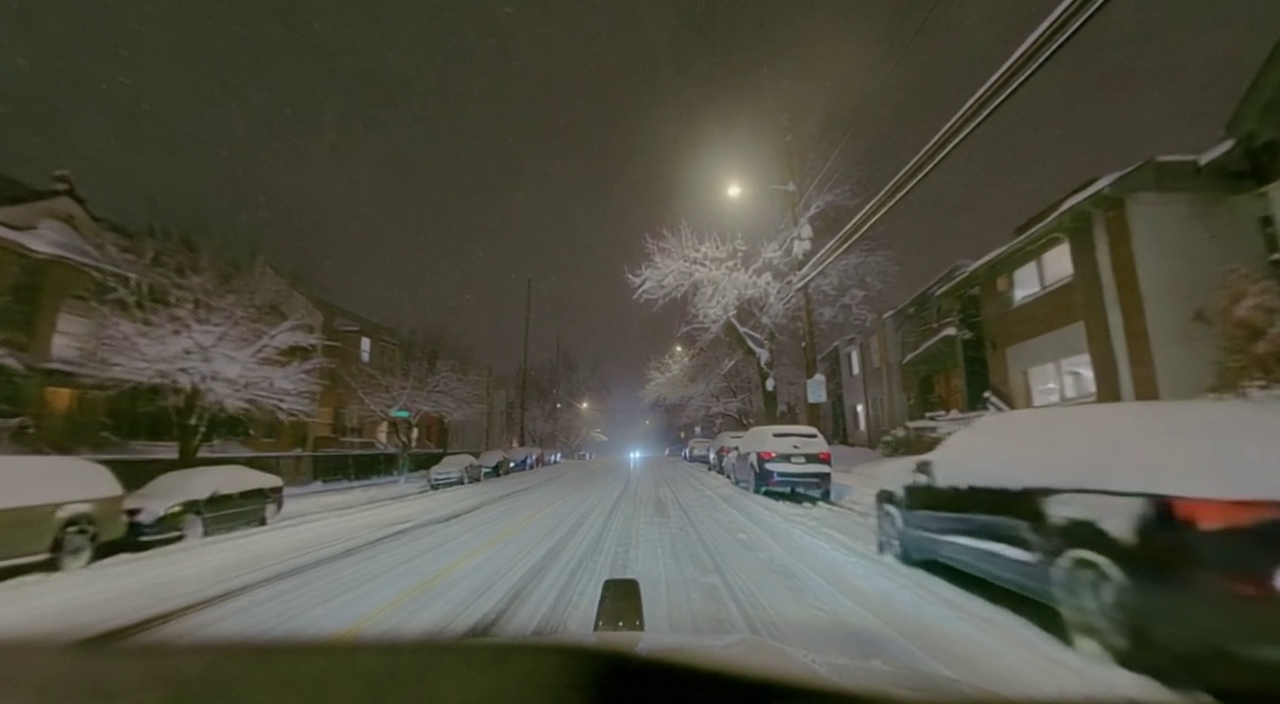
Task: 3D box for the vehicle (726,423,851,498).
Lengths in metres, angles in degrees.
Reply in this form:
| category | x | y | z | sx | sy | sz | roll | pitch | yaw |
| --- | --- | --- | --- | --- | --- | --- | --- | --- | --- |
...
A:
| category | x | y | z | sx | sy | sz | roll | pitch | yaw |
| --- | --- | --- | --- | --- | --- | --- | --- | --- | --- |
| vehicle | 3.848 | 2.921 | 17.447 | 2.225 | 1.759 | 4.817 | 0 | -8 | -1 |

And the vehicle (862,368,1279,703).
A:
| category | x | y | z | sx | sy | sz | roll | pitch | yaw |
| --- | --- | --- | --- | --- | --- | --- | --- | --- | --- |
| vehicle | 3.714 | 1.219 | 5.074 | 2.089 | 1.638 | 4.628 | 0 | -8 | -1 |

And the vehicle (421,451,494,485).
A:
| category | x | y | z | sx | sy | sz | roll | pitch | yaw |
| --- | --- | --- | --- | --- | --- | --- | --- | --- | --- |
| vehicle | -8.923 | 5.680 | 31.302 | 2.208 | 1.508 | 4.590 | 0 | -8 | 0 |

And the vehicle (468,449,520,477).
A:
| category | x | y | z | sx | sy | sz | roll | pitch | yaw |
| --- | --- | --- | --- | --- | --- | --- | --- | --- | --- |
| vehicle | -8.705 | 6.639 | 38.057 | 1.948 | 1.508 | 4.656 | -1 | -8 | 2 |

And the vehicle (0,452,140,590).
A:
| category | x | y | z | sx | sy | sz | roll | pitch | yaw |
| --- | --- | --- | --- | --- | --- | --- | --- | --- | --- |
| vehicle | -9.365 | 2.223 | 8.207 | 2.061 | 1.748 | 4.316 | -1 | -8 | 2 |

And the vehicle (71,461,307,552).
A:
| category | x | y | z | sx | sy | sz | roll | pitch | yaw |
| --- | --- | --- | --- | --- | --- | --- | --- | --- | --- |
| vehicle | -9.185 | 3.119 | 13.452 | 1.818 | 1.469 | 4.349 | 0 | -8 | 0 |
